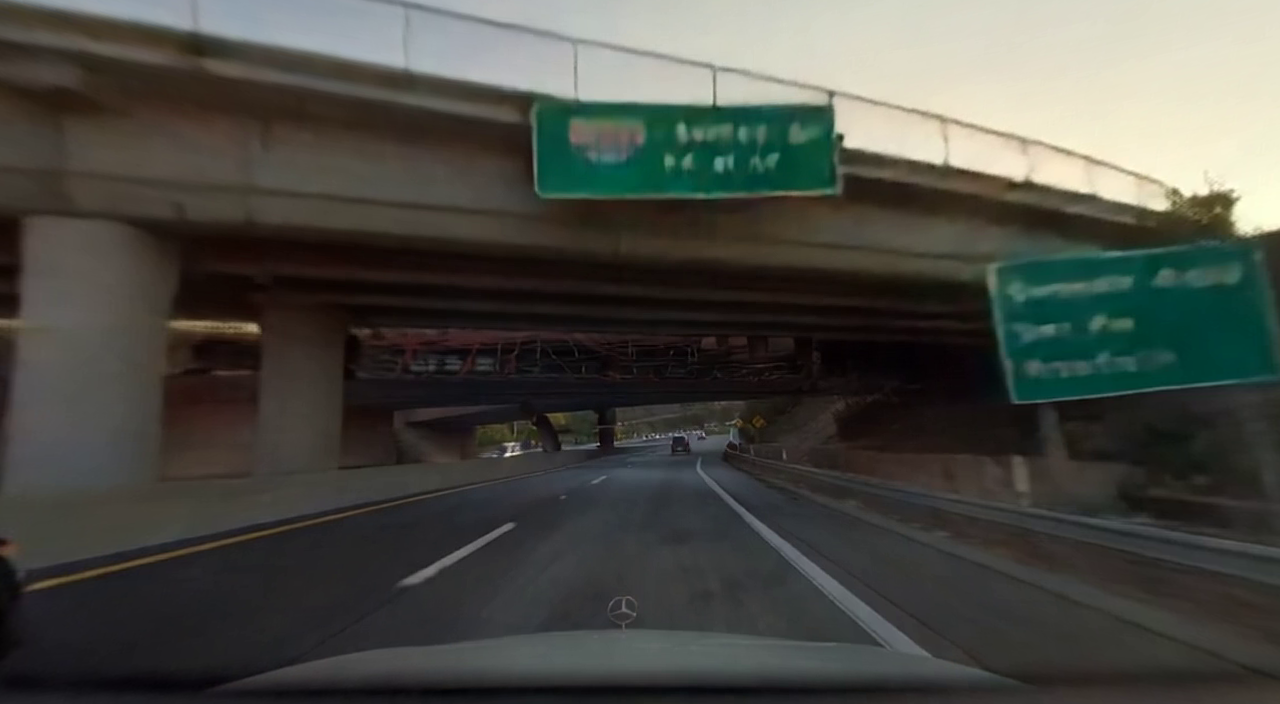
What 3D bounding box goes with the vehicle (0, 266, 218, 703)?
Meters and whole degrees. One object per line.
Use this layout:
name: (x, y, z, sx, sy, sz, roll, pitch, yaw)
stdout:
vehicle: (-3.330, 0.365, 0.332, 2.143, 1.851, 5.817, -1, -8, 1)
